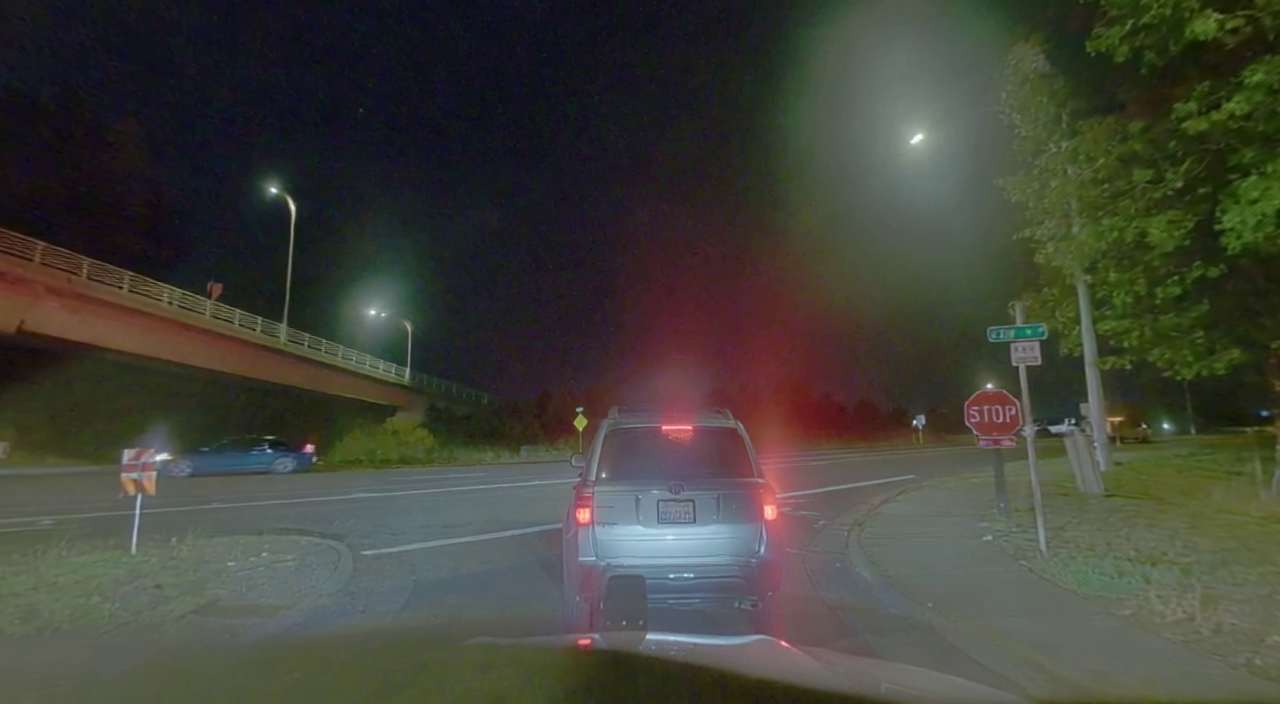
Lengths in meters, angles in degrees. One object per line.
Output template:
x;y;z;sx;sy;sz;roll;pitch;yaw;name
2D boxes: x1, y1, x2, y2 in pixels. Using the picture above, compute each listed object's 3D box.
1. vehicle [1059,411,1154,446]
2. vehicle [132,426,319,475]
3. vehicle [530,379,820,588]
24.350;4.028;32.909;4.413;1.717;2.073;4;-10;-27;vehicle
-13.825;3.331;21.440;5.032;1.497;1.897;5;-10;-29;vehicle
0.338;1.466;7.710;2.494;1.804;4.336;0;-9;1;vehicle
